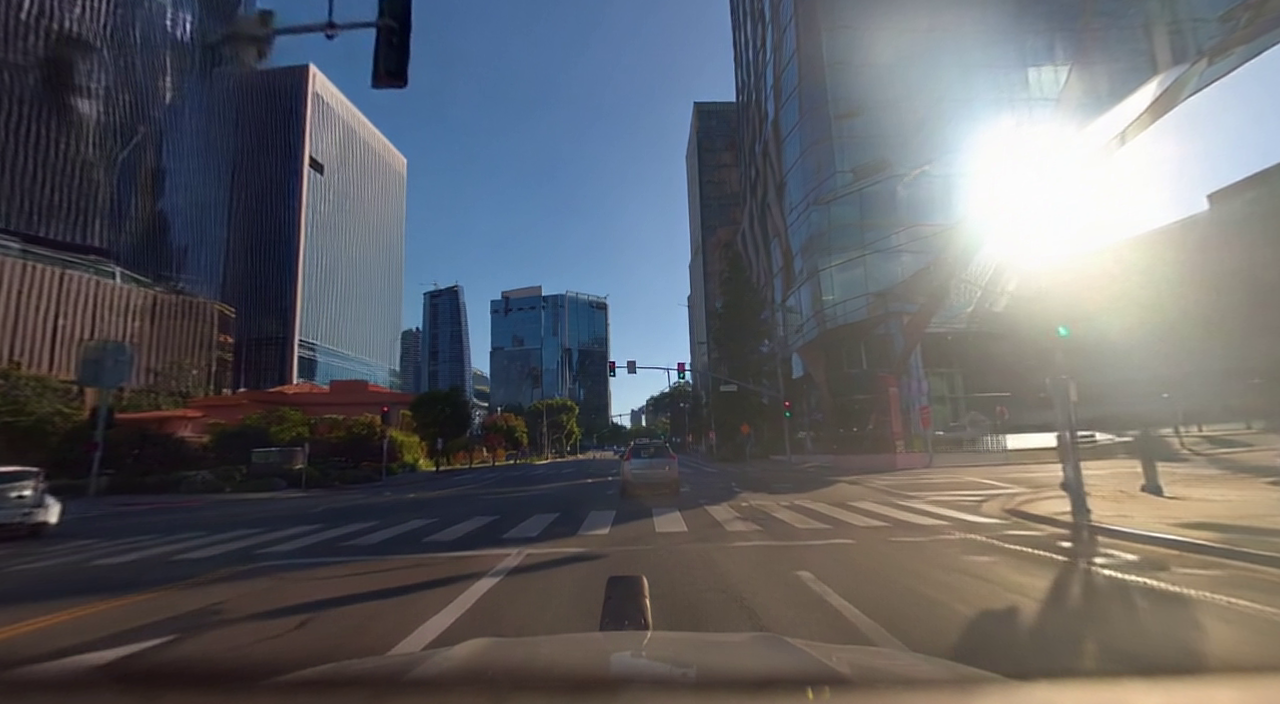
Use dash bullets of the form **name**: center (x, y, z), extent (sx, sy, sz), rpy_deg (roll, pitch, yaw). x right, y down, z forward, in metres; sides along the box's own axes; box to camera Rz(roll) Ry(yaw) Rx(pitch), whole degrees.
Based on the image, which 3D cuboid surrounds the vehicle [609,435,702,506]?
- **vehicle**: center (0.326, 3.115, 16.970), extent (2.184, 1.640, 4.086), rpy_deg (0, -9, -1)
